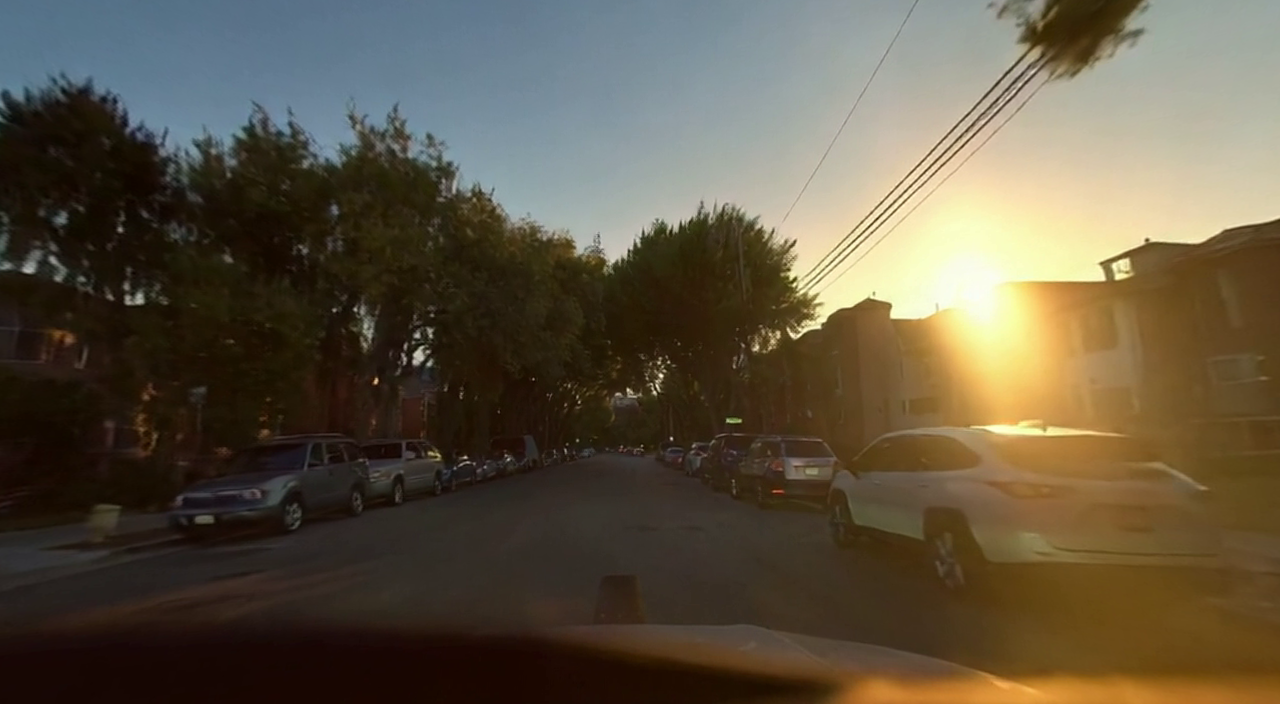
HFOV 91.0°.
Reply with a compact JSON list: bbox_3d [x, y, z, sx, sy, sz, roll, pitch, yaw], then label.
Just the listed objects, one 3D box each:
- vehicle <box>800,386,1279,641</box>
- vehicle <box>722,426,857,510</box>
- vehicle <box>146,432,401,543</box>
[{"bbox_3d":[3.902,1.619,7.642,2.280,1.850,5.961,0,-9,-1],"label":"vehicle"},{"bbox_3d":[3.706,3.011,16.854,2.214,1.885,5.268,0,-9,-1],"label":"vehicle"},{"bbox_3d":[-7.411,2.838,13.718,2.384,1.781,5.492,-3,-10,-2],"label":"vehicle"}]
